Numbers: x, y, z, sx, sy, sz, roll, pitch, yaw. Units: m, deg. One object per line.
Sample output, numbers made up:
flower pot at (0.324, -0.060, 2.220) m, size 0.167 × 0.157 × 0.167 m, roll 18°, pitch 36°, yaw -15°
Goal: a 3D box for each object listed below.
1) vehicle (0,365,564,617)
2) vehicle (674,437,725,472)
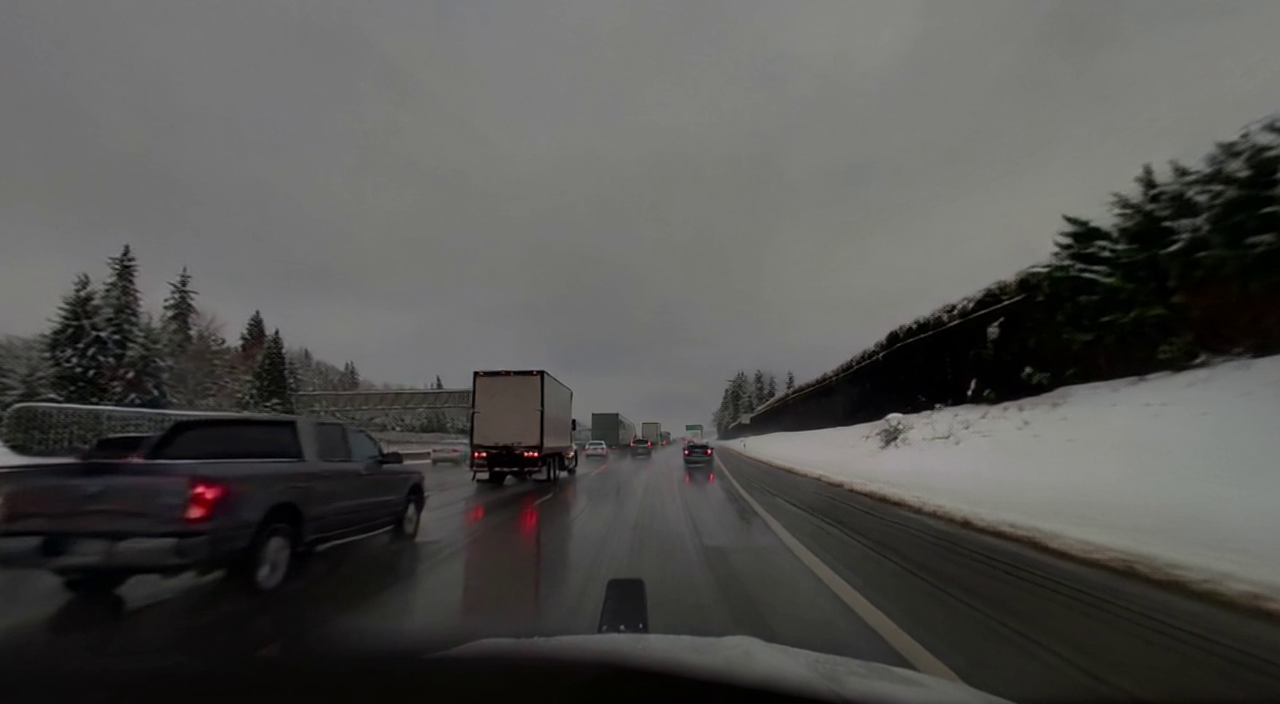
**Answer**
vehicle at (-3.931, 2.173, 12.466) m, size 3.050 × 1.964 × 15.030 m, roll 0°, pitch -8°, yaw 0°
vehicle at (2.686, 4.710, 29.259) m, size 2.176 × 1.493 × 3.955 m, roll -1°, pitch -8°, yaw 3°
